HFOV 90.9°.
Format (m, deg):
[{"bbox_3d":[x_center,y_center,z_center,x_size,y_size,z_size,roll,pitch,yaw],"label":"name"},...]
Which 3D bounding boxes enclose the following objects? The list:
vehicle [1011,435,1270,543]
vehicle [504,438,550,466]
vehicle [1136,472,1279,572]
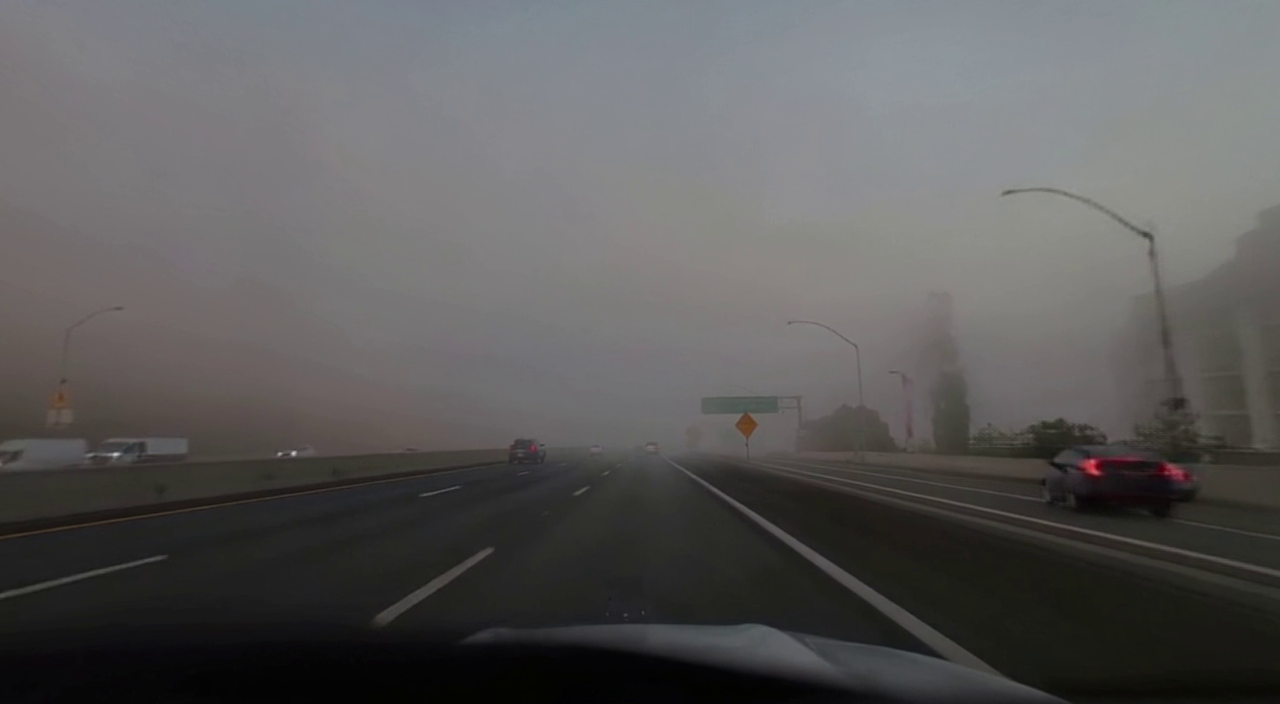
[{"bbox_3d":[18.029,4.854,23.689,3.007,3.318,7.486,1,-8,-5],"label":"vehicle"},{"bbox_3d":[-7.149,6.360,40.307,2.088,1.678,4.426,0,-8,1],"label":"vehicle"},{"bbox_3d":[18.988,4.160,13.550,3.122,2.437,15.553,0,-8,-5],"label":"vehicle"}]
